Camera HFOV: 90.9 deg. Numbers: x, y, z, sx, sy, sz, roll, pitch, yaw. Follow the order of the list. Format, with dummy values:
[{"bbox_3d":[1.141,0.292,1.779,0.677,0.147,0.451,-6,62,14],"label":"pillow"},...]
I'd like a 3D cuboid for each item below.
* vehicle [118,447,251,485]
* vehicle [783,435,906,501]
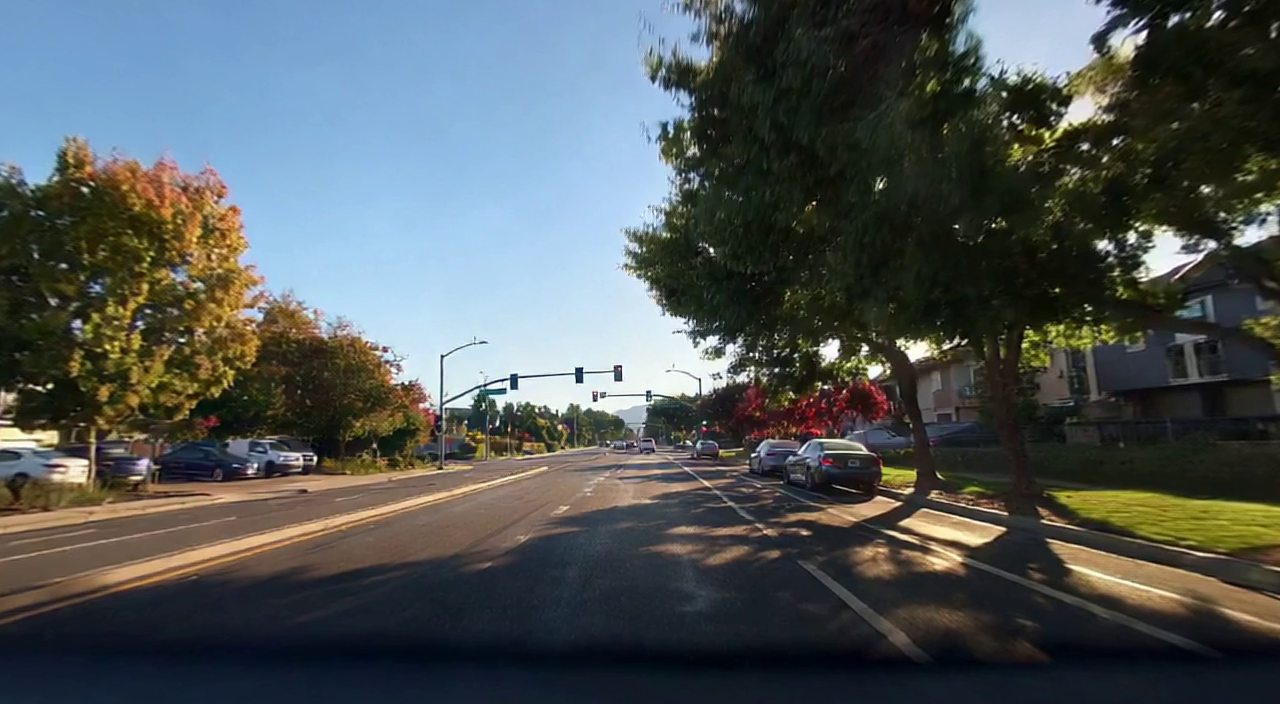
[{"bbox_3d":[-19.239,4.809,26.756,4.145,1.555,1.901,0,-8,1],"label":"vehicle"},{"bbox_3d":[5.173,2.976,16.599,1.895,1.487,4.176,0,-8,1],"label":"vehicle"}]
